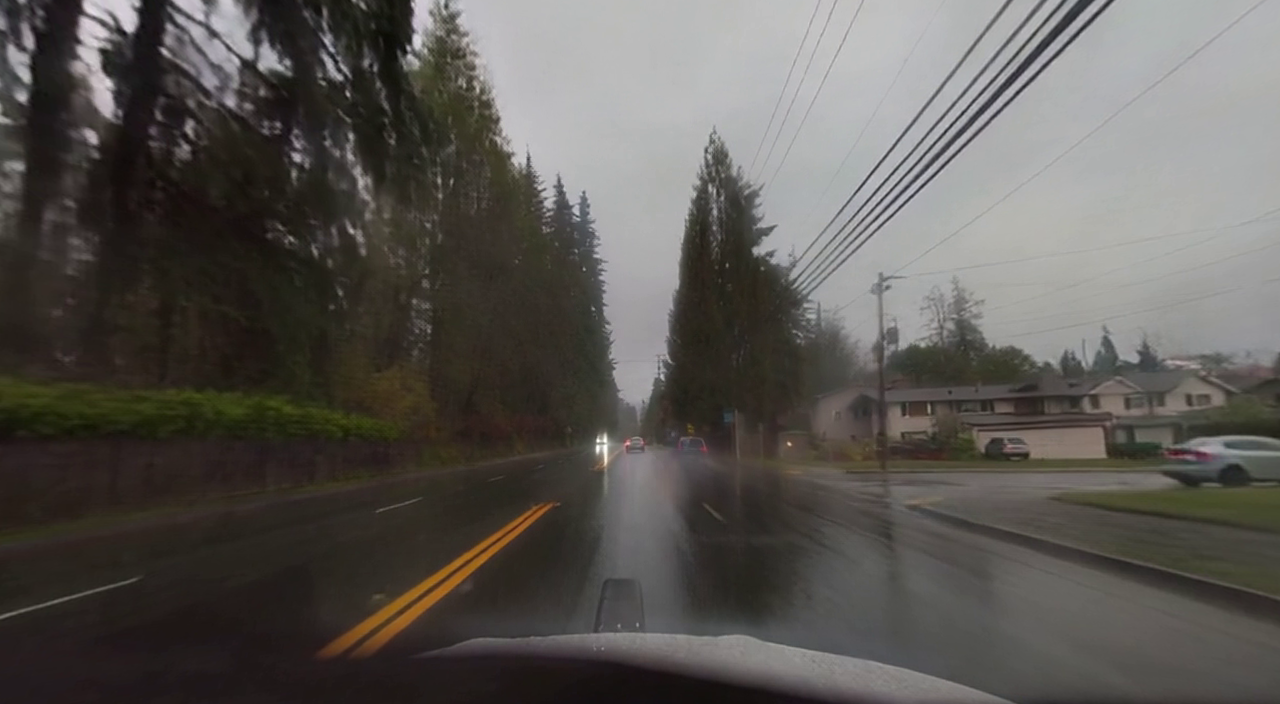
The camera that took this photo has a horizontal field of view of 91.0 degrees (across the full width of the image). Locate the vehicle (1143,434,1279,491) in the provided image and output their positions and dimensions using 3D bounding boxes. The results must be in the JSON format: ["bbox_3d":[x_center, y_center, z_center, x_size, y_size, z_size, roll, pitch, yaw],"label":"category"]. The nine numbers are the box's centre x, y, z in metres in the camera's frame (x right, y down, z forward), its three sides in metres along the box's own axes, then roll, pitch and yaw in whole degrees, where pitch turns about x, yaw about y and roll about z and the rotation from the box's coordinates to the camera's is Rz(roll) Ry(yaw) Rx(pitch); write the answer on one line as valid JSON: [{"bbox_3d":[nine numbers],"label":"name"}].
[{"bbox_3d":[17.060,3.027,17.347,4.672,1.463,1.863,0,-8,2],"label":"vehicle"}]

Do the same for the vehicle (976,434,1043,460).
[{"bbox_3d":[22.299,5.755,38.153,1.851,1.458,3.709,0,-8,1],"label":"vehicle"}]

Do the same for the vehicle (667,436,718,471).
[{"bbox_3d":[2.313,4.589,28.627,1.975,1.497,3.647,0,-8,-1],"label":"vehicle"}]
